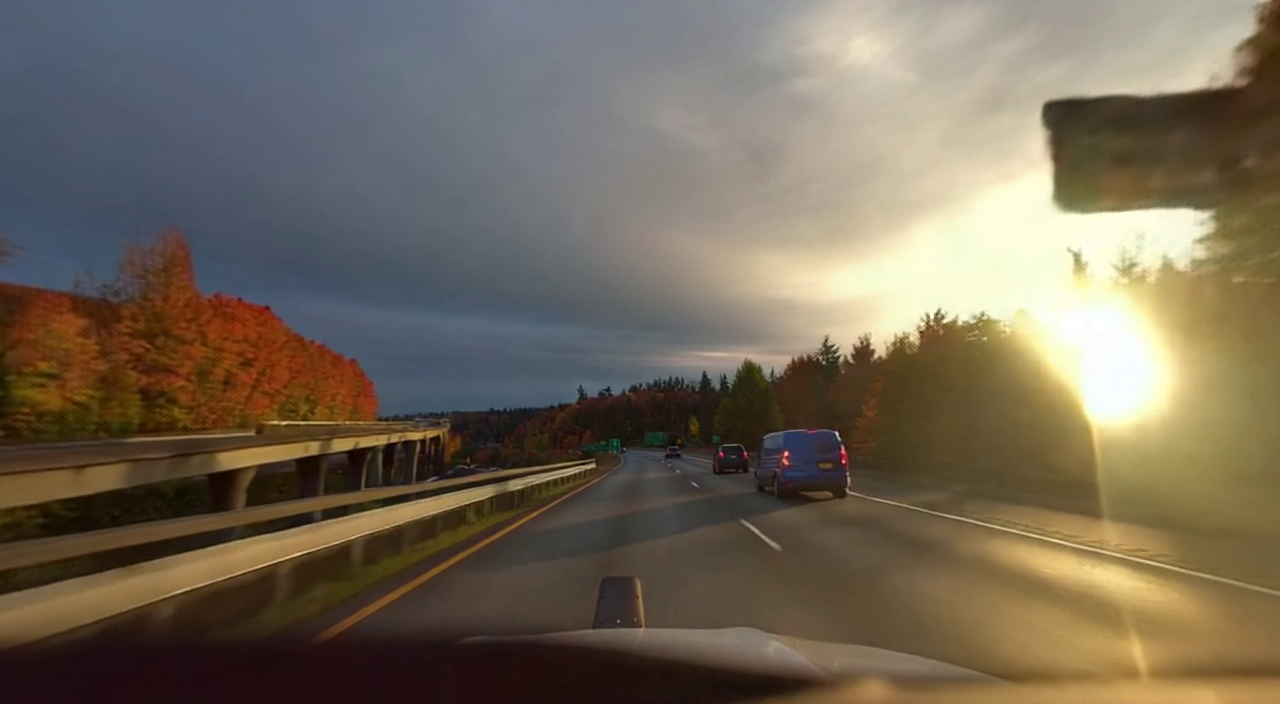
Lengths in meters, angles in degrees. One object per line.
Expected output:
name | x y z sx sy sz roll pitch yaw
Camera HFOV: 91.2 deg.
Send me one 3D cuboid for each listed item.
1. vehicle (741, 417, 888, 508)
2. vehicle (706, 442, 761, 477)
vehicle | 4.150 2.755 15.954 2.205 1.923 4.956 0 -9 -1
vehicle | 4.394 5.125 29.994 1.952 1.536 4.036 0 -9 -1
